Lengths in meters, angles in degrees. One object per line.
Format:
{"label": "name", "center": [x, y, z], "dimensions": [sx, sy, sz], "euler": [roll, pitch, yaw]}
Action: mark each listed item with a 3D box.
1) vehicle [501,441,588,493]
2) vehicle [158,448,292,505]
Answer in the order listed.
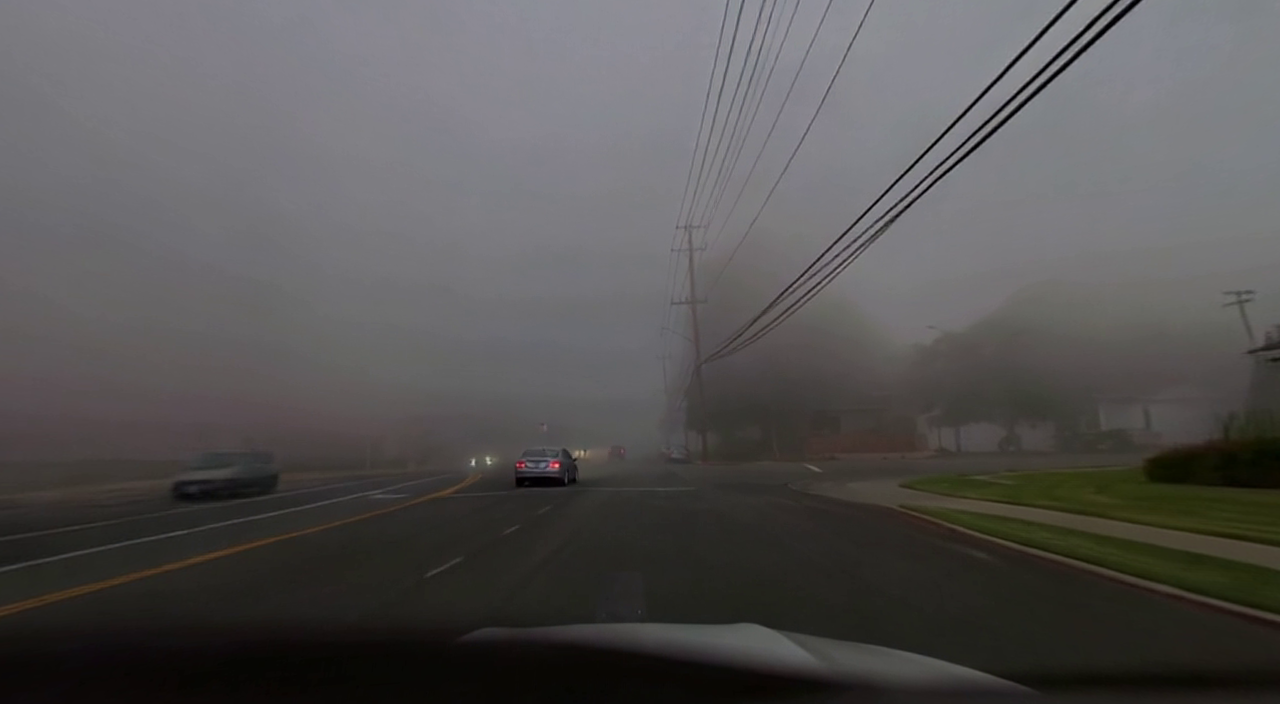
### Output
{"label": "vehicle", "center": [-2.966, 3.669, 20.647], "dimensions": [2.041, 1.471, 4.602], "euler": [0, -8, 1]}
{"label": "vehicle", "center": [-14.330, 4.261, 22.188], "dimensions": [1.942, 1.732, 4.376], "euler": [1, -8, -4]}
